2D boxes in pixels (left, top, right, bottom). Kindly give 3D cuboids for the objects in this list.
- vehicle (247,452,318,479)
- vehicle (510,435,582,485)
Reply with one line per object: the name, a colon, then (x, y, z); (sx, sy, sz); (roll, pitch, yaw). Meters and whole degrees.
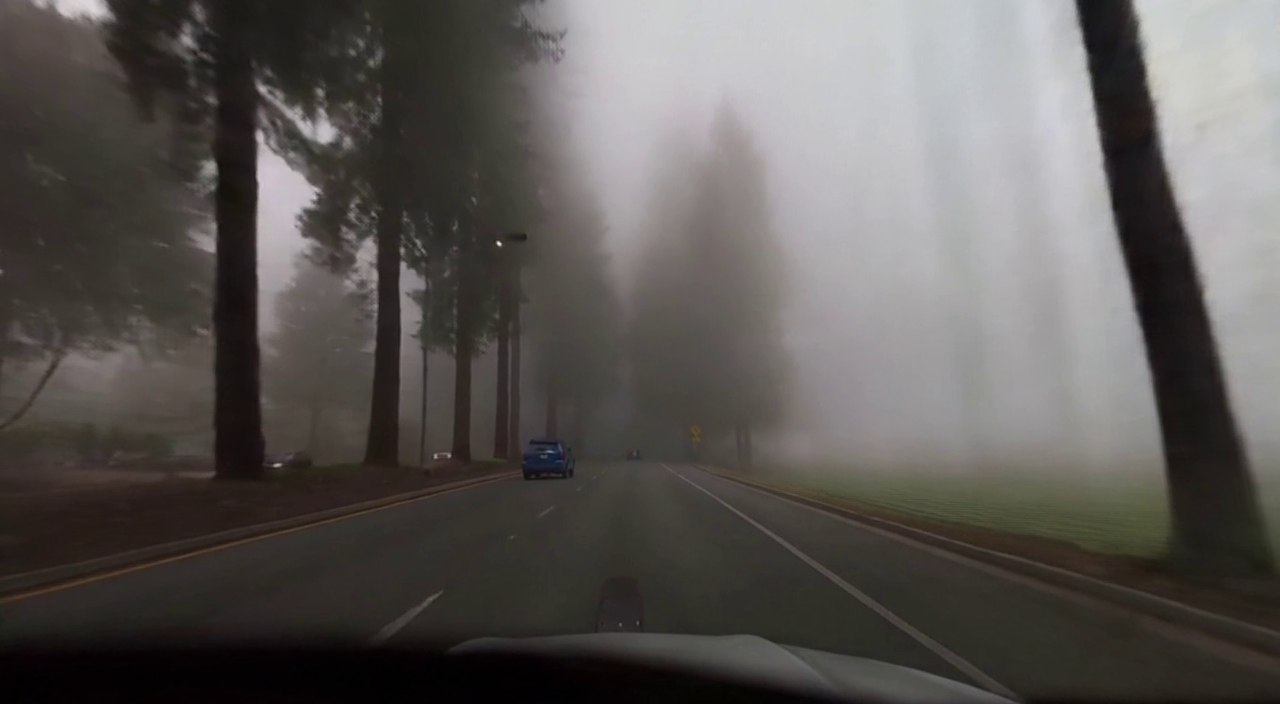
vehicle: (-21.320, 6.783, 37.887); (1.759, 1.458, 4.302); (0, -8, 0)
vehicle: (-3.529, 4.133, 24.521); (2.078, 1.748, 4.279); (0, -8, 0)
